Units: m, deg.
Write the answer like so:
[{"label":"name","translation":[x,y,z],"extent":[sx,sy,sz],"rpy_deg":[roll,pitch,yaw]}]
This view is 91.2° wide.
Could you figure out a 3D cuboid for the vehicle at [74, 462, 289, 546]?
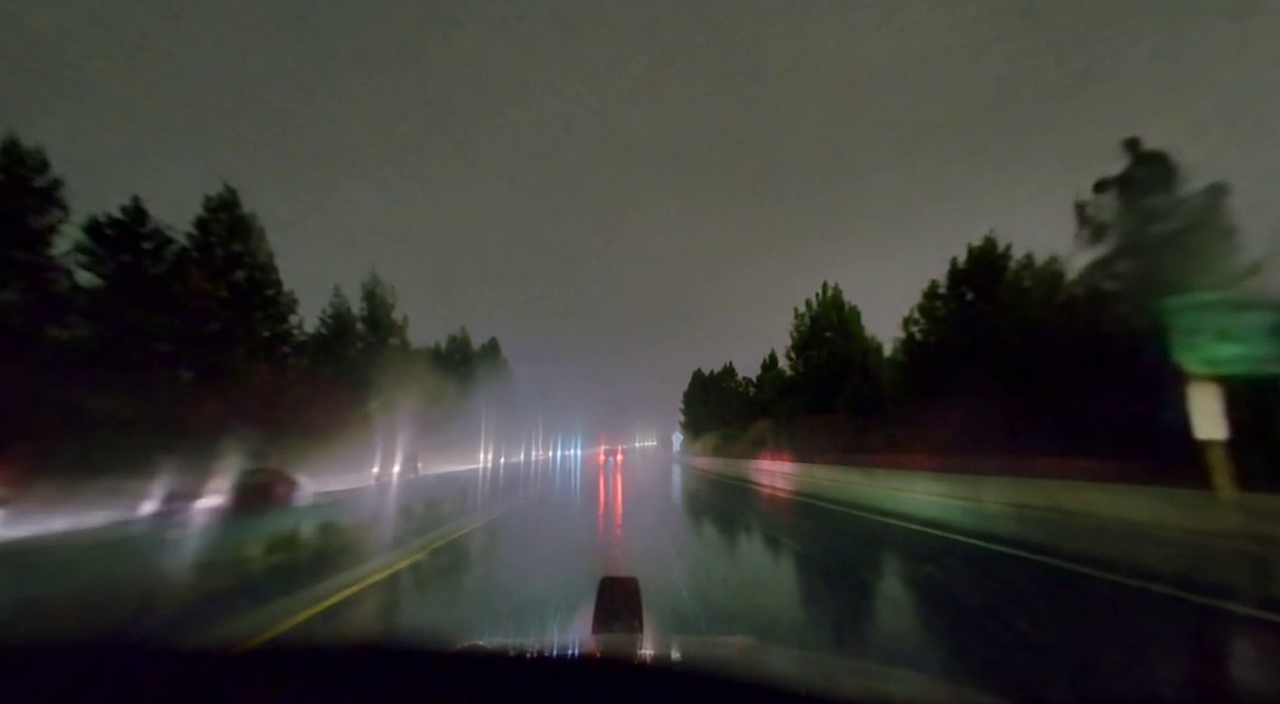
[{"label":"vehicle","translation":[-9.811,3.232,13.890],"extent":[1.848,1.454,3.922],"rpy_deg":[0,-9,-2]}]

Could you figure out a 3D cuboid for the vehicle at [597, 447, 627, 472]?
[{"label":"vehicle","translation":[-2.046,7.960,46.584],"extent":[2.098,1.692,4.038],"rpy_deg":[0,-9,-2]}]

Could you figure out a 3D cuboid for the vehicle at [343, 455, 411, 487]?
[{"label":"vehicle","translation":[-15.159,6.850,36.390],"extent":[1.961,1.621,4.588],"rpy_deg":[0,-9,0]}]
